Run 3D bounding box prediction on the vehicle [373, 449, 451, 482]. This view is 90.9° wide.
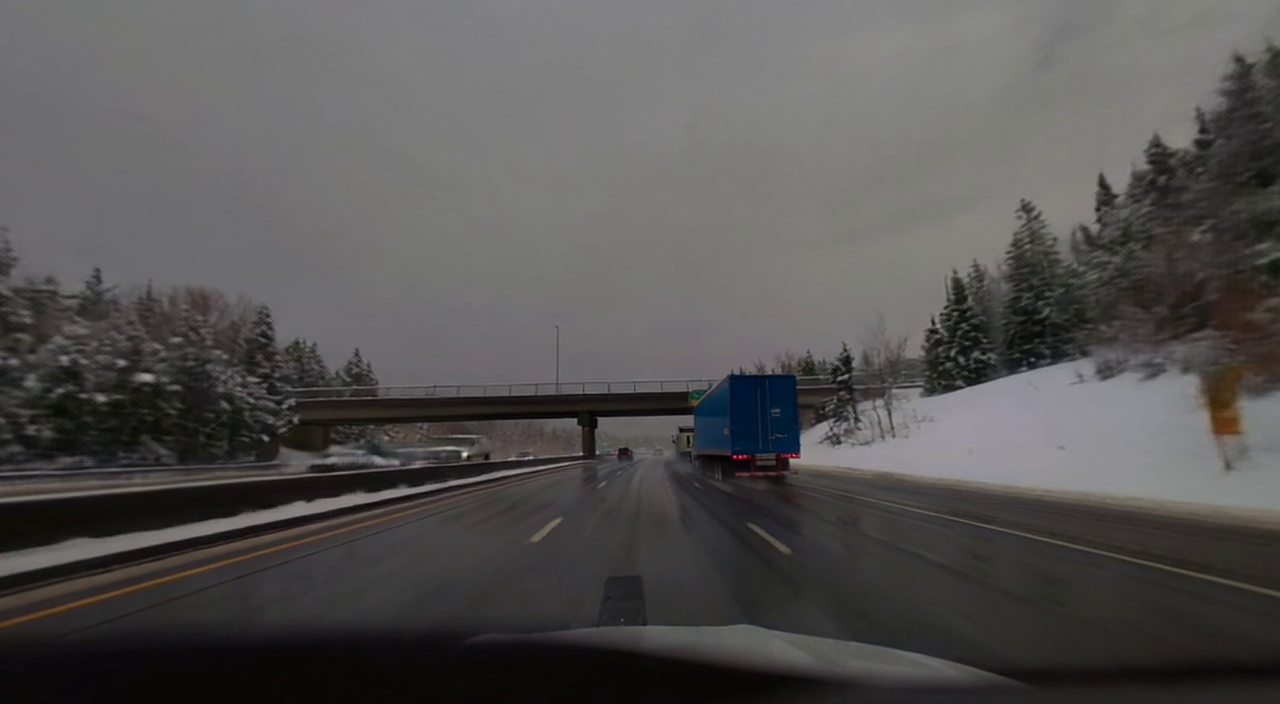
[{"bbox_3d":[-10.600,5.304,29.694,1.954,1.449,4.358,0,-9,1],"label":"vehicle"}]

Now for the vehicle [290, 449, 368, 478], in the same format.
[{"bbox_3d":[-17.543,6.298,35.849,1.981,1.481,4.641,0,-9,1],"label":"vehicle"}]

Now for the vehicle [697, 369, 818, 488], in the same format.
[{"bbox_3d":[4.618,3.684,28.600,2.825,4.054,14.210,0,-9,0],"label":"vehicle"}]

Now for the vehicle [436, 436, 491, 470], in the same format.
[{"bbox_3d":[-13.751,7.937,49.627,2.326,2.525,6.173,0,-9,2],"label":"vehicle"}]
